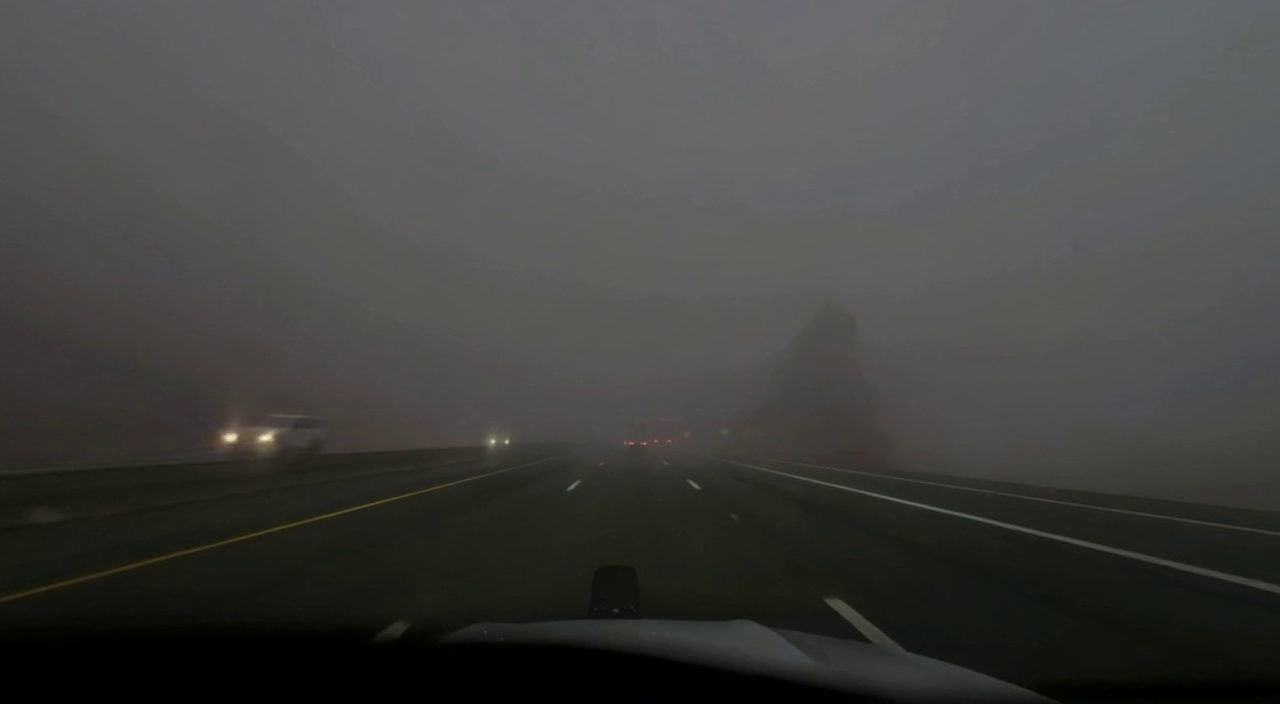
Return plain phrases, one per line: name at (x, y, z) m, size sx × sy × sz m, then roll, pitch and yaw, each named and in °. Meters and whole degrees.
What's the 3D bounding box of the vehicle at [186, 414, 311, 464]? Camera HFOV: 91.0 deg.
vehicle at (-16.342, 3.686, 26.693) m, size 2.101 × 1.902 × 4.985 m, roll -1°, pitch -8°, yaw 0°
